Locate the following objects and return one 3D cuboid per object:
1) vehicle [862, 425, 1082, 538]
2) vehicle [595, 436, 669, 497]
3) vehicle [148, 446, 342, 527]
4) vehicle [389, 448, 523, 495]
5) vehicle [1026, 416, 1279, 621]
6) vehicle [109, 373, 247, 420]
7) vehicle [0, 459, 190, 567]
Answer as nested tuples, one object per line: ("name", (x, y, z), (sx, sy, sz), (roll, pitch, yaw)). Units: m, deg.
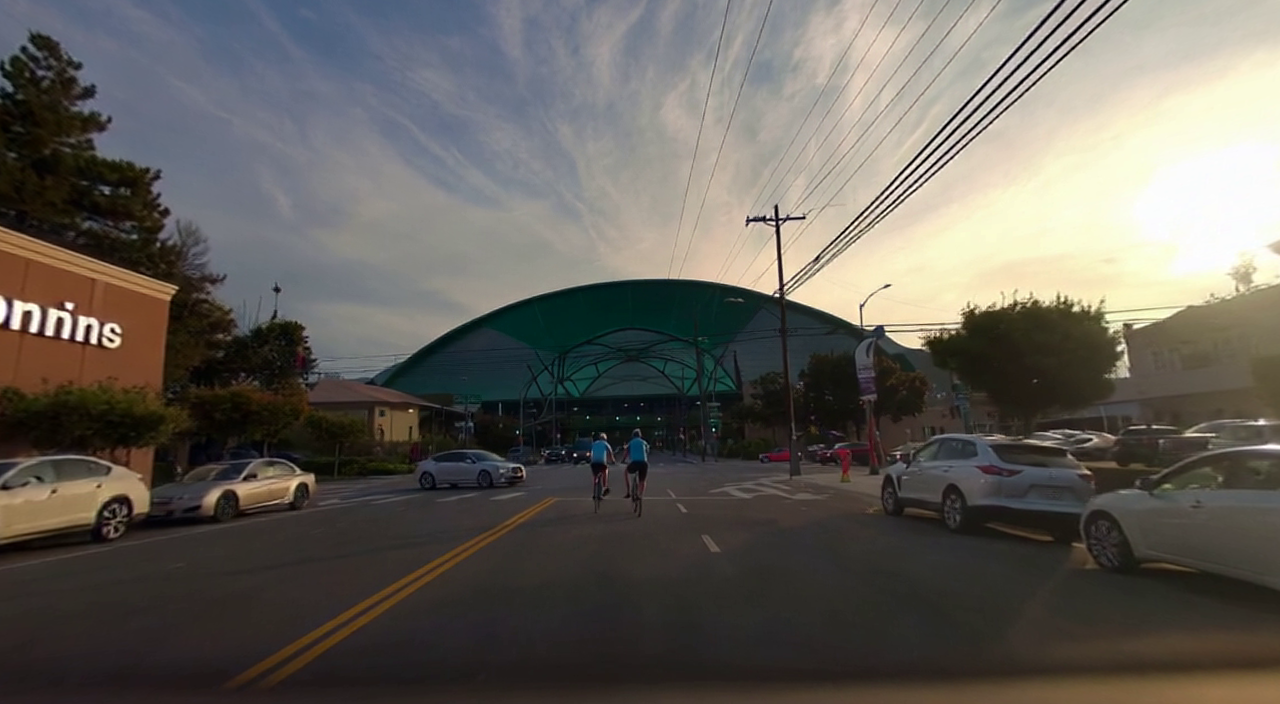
("vehicle", (5.808, 2.286, 11.752), (1.873, 1.714, 3.979), (0, -8, 0))
("vehicle", (-0.219, 3.702, 20.768), (2.190, 1.783, 4.048), (0, -8, 0))
("vehicle", (-10.266, 3.460, 17.028), (2.075, 1.816, 4.900), (0, -8, -1))
("vehicle", (-7.523, 4.935, 26.359), (4.961, 1.832, 2.287), (1, -9, -6))
("vehicle", (5.882, 1.448, 5.969), (1.900, 1.566, 3.995), (0, -8, 0))
("vehicle", (-17.113, 1.681, 23.571), (3.685, 1.584, 1.708), (1, -9, -3))
("vehicle", (-10.250, 2.604, 10.686), (1.904, 1.495, 4.585), (0, -9, -1))
